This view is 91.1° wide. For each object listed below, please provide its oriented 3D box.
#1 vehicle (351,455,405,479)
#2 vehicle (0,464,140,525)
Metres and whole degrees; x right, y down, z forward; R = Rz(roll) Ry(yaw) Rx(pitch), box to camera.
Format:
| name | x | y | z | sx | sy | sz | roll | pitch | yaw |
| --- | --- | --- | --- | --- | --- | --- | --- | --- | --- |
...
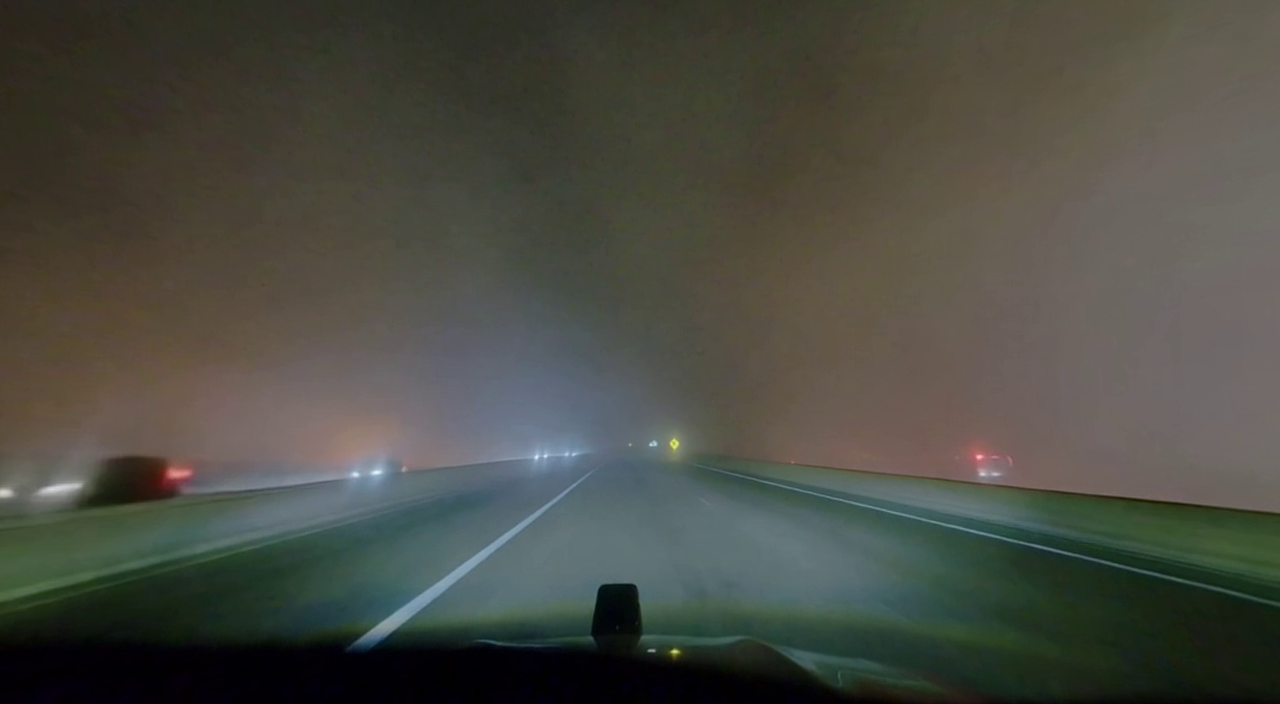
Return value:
| name | x | y | z | sx | sy | sz | roll | pitch | yaw |
| --- | --- | --- | --- | --- | --- | --- | --- | --- | --- |
| vehicle | -17.414 | 7.646 | 41.967 | 1.832 | 1.486 | 4.110 | 0 | -9 | 0 |
| vehicle | -17.473 | 4.077 | 18.461 | 1.802 | 1.467 | 4.590 | 0 | -9 | -1 |
